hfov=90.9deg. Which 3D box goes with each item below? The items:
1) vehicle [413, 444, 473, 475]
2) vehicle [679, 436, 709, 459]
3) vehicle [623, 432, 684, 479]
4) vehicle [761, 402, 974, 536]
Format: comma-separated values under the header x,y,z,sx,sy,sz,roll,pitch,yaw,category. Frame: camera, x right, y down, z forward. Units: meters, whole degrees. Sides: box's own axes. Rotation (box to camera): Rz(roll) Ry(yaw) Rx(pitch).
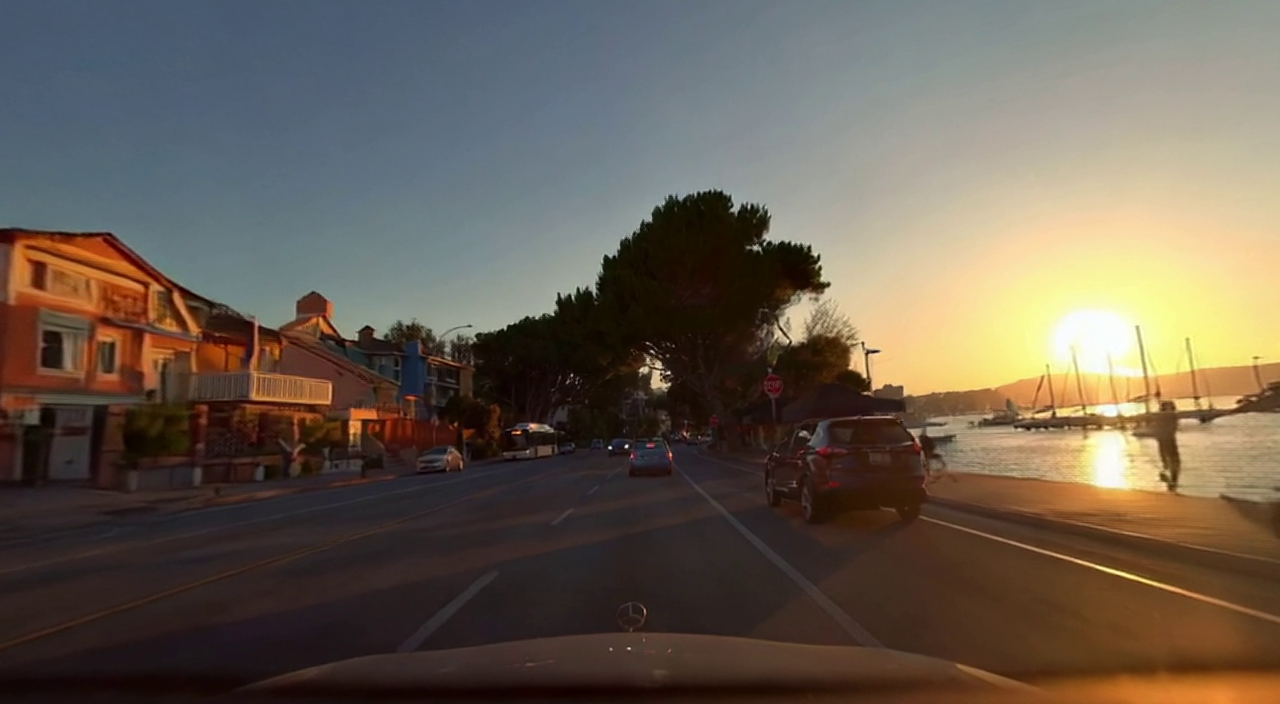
x,y,z,sx,sy,sz,roll,pitch,yaw,category
-10.211,5.585,32.906,1.731,1.489,3.841,-1,-8,3,vehicle
4.092,7.309,48.300,1.876,1.626,3.851,0,-8,-1,vehicle
0.468,3.948,24.155,2.132,1.632,3.838,0,-8,0,vehicle
3.536,1.925,10.870,2.000,1.809,4.405,0,-8,0,vehicle
